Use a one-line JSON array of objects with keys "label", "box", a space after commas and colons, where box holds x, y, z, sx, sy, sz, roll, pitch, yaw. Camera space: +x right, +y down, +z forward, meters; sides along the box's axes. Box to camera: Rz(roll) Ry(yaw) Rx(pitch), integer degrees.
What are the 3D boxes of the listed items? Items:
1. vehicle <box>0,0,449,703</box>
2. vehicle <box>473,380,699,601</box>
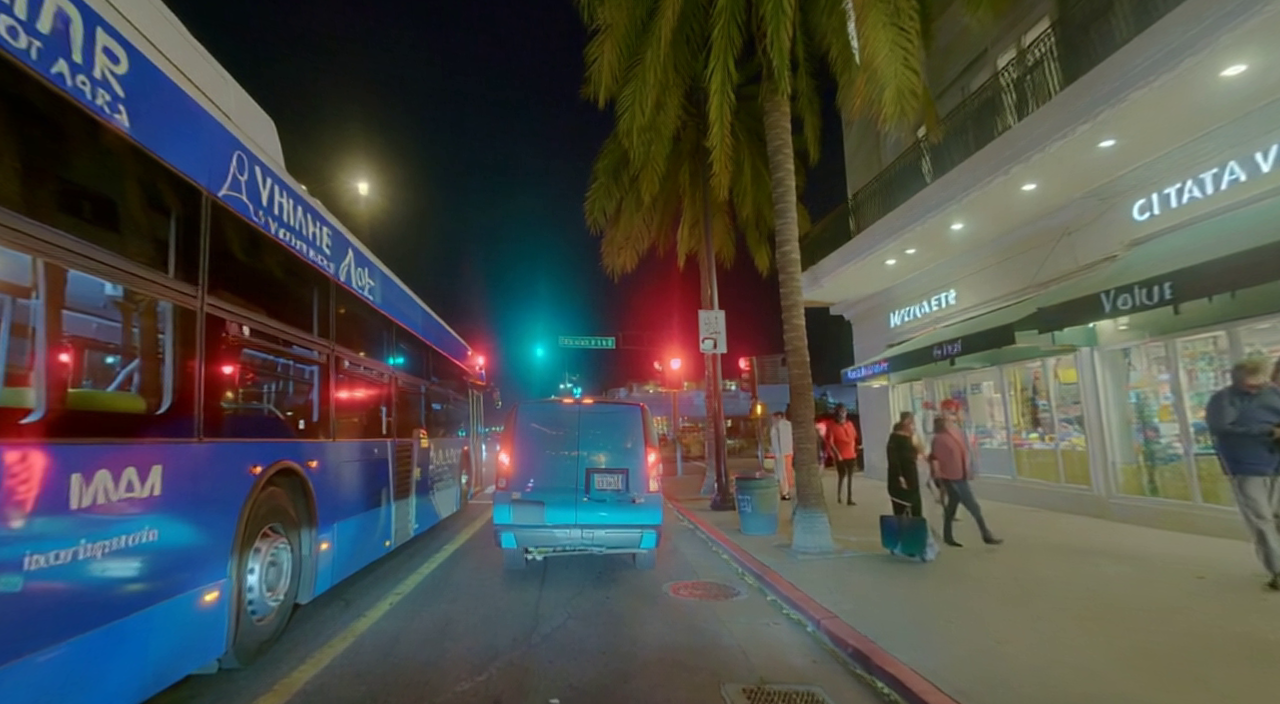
[{"label": "vehicle", "box": [-3.805, 0.195, 3.299, 2.863, 3.233, 11.573, 1, -8, -4]}, {"label": "vehicle", "box": [-0.790, 1.528, 7.798, 2.002, 1.907, 4.211, 1, -9, -9]}]
